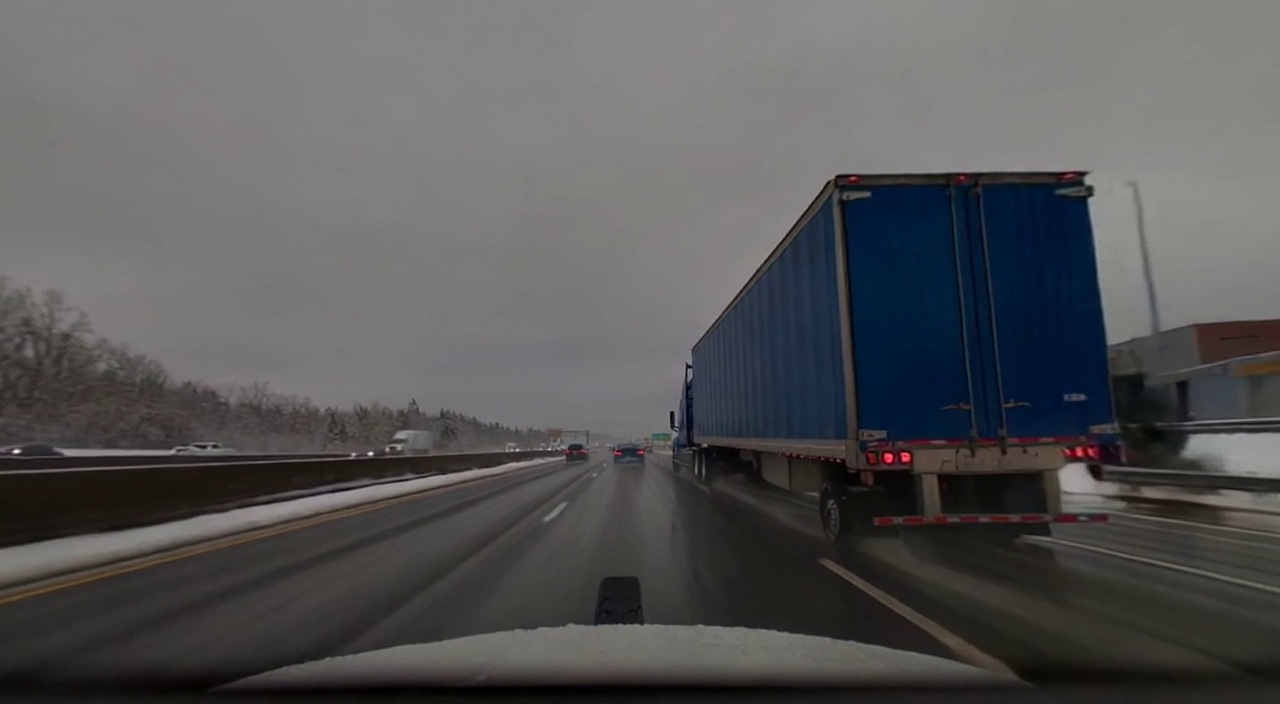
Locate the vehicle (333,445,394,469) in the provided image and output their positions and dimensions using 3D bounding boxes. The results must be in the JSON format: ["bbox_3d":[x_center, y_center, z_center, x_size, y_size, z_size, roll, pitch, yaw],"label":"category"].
[{"bbox_3d":[-17.761,6.756,40.845,1.908,1.459,4.631,0,-9,-2],"label":"vehicle"}]

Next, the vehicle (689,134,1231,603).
[{"bbox_3d":[3.285,1.231,13.416,2.996,4.123,15.965,0,-9,-1],"label":"vehicle"}]

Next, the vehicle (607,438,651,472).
[{"bbox_3d":[-0.596,5.353,32.966,2.191,1.685,4.015,0,-9,-2],"label":"vehicle"}]
